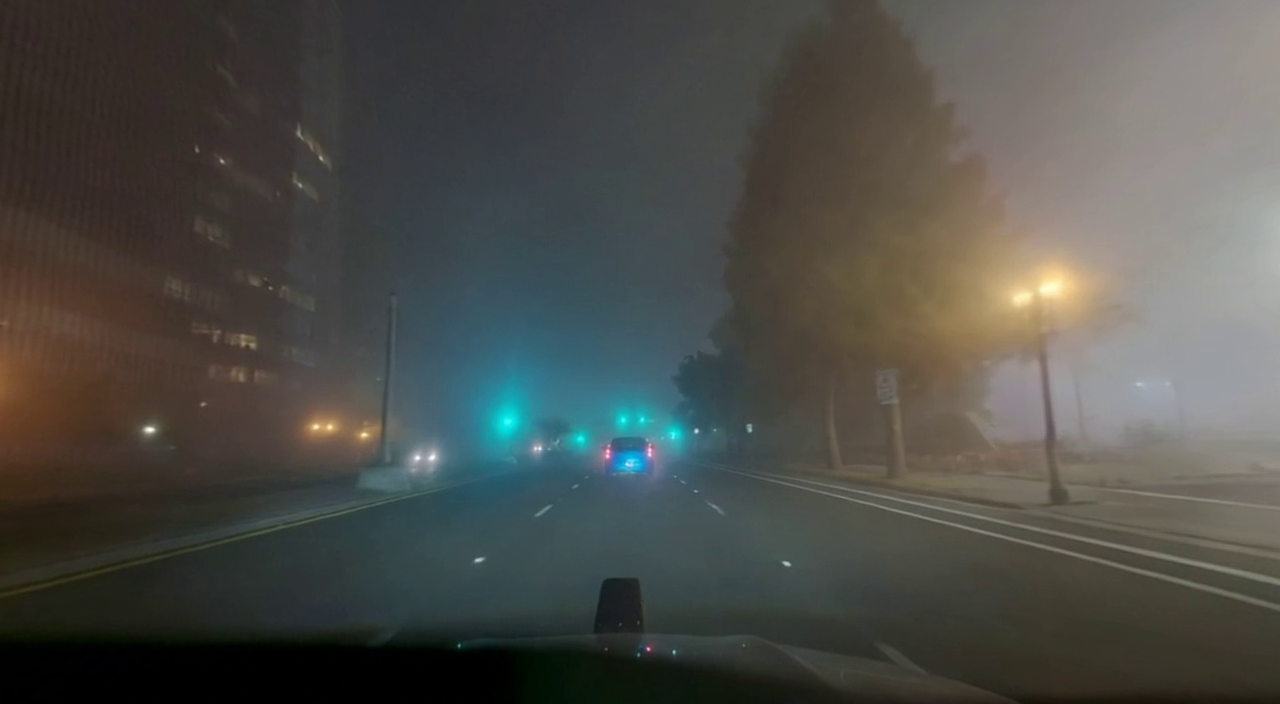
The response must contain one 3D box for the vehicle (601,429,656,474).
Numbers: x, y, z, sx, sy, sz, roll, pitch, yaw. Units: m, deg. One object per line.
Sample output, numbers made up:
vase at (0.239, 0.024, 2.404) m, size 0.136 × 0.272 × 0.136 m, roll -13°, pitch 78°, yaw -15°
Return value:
vehicle at (-0.510, 4.548, 28.952) m, size 2.313 × 1.860 × 4.319 m, roll 0°, pitch -9°, yaw 0°
